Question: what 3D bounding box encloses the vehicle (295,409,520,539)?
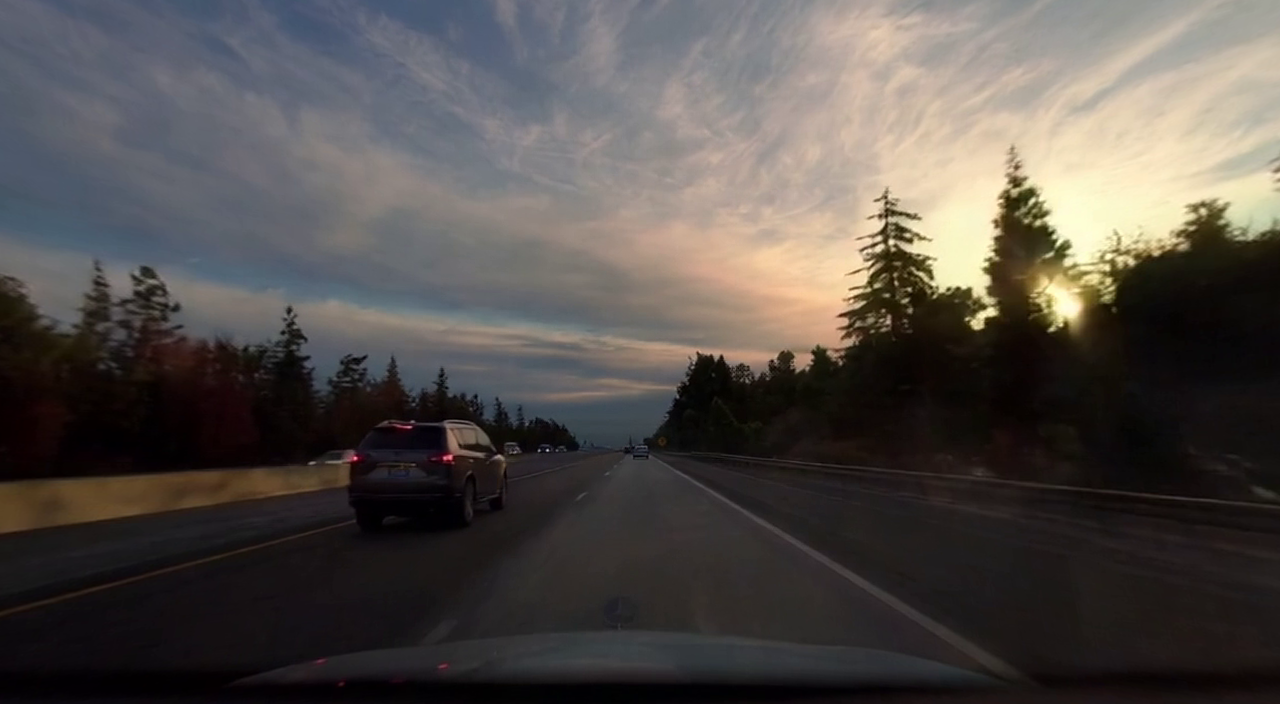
[{"bbox_3d":[-3.704,2.073,11.129,2.292,1.802,4.481,0,-9,0],"label":"vehicle"}]
